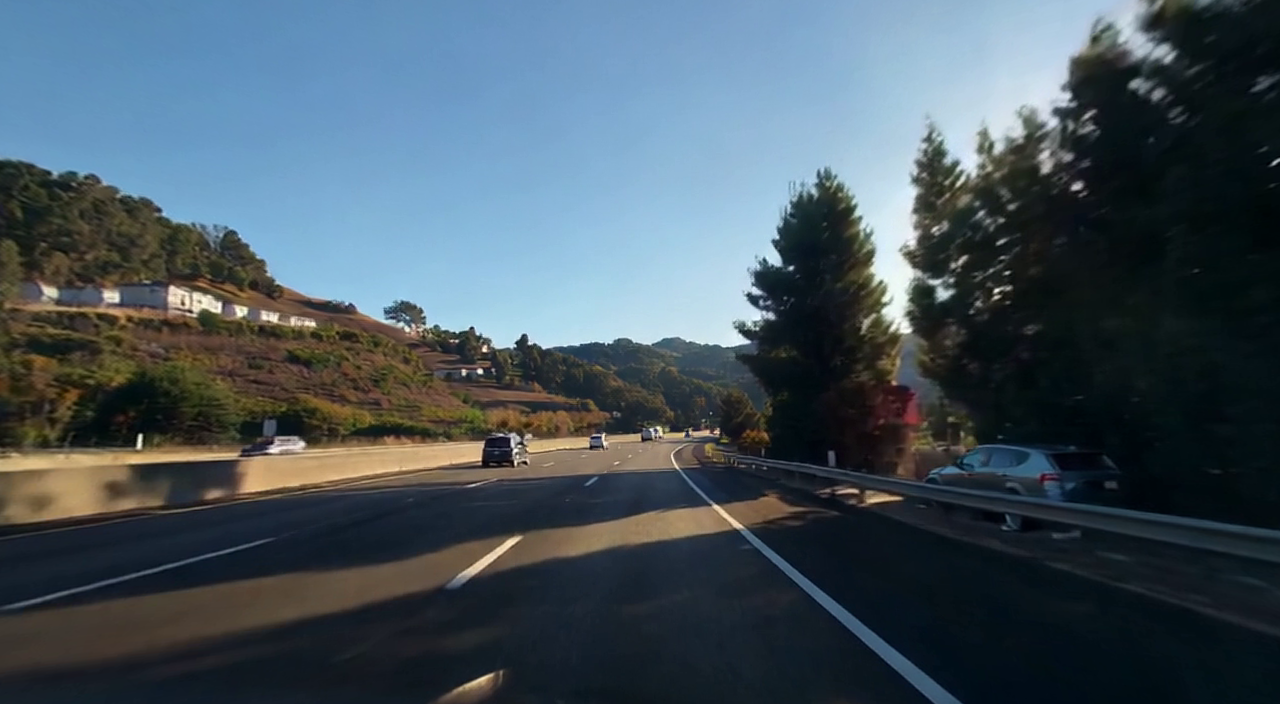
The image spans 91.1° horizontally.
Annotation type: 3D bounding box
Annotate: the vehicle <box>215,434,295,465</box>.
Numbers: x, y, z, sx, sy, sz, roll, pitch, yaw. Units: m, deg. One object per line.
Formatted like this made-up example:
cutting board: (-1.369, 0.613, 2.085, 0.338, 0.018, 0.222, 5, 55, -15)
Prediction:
vehicle: (-24.988, 6.341, 40.970, 1.996, 1.837, 4.523, -1, -8, 6)

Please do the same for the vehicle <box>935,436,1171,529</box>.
vehicle: (10.254, 3.223, 16.411, 2.325, 1.972, 5.577, 0, -8, 0)

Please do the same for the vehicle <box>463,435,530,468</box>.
vehicle: (-6.976, 4.891, 31.035, 2.010, 1.489, 4.456, -1, -8, 3)
